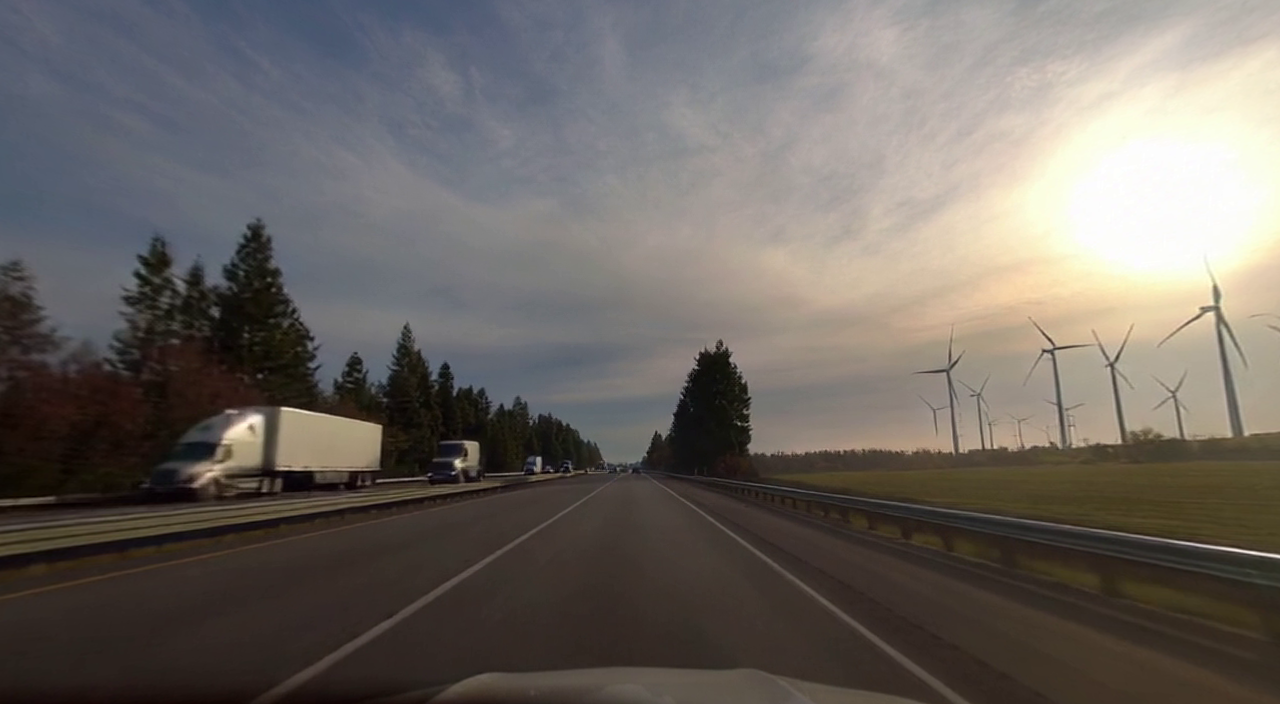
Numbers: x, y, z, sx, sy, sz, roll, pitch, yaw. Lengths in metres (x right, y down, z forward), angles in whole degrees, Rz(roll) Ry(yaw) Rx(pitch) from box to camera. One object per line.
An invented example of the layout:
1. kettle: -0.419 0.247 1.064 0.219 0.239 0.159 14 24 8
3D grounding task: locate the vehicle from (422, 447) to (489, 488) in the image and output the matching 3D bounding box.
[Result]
1. vehicle: -12.295 7.806 42.664 2.330 2.510 7.073 1 -10 0

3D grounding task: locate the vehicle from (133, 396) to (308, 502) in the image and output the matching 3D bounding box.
1. vehicle: -16.938 4.087 26.106 2.950 3.846 5.918 1 -10 -1
